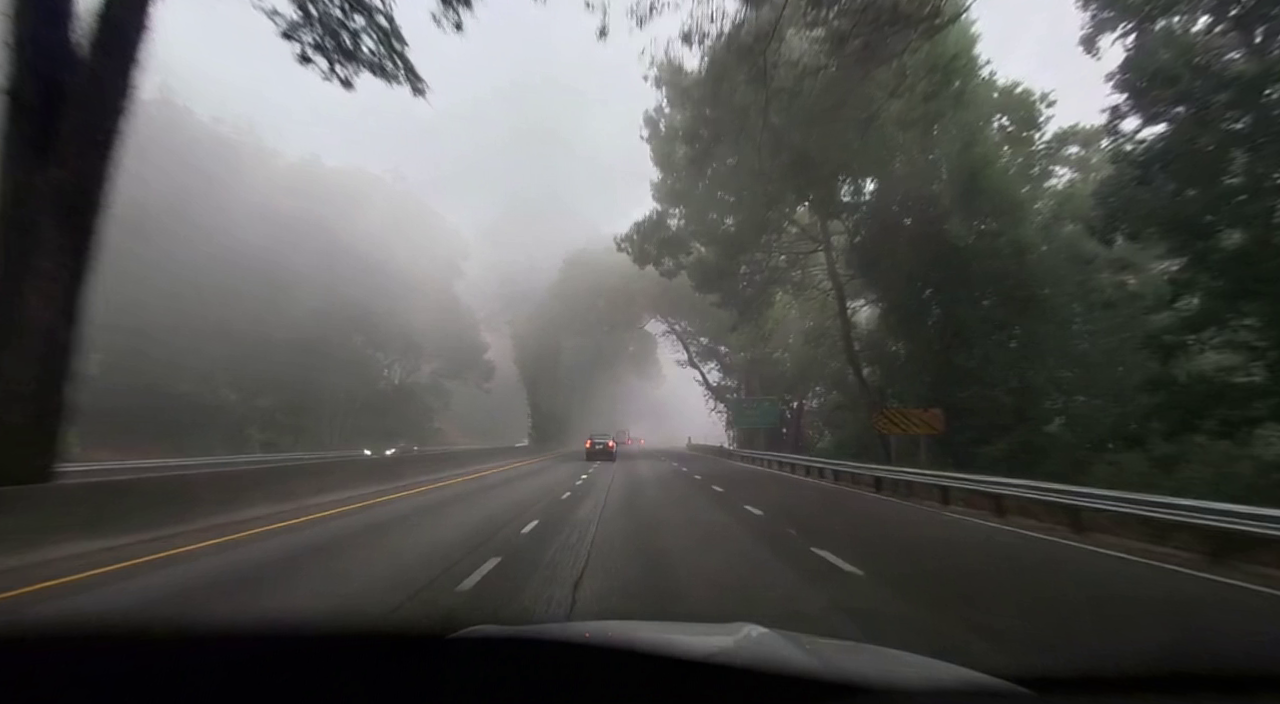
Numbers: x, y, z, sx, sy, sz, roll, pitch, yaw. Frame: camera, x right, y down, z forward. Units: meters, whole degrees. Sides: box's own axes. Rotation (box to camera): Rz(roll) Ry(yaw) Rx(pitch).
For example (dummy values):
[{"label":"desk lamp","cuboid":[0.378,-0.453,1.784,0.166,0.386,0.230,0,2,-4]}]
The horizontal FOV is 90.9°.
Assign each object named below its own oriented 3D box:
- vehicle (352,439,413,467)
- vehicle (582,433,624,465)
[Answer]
[{"label":"vehicle","cuboid":[-16.255,6.358,40.081,2.047,1.671,4.414,0,-8,-1]},{"label":"vehicle","cuboid":[-2.019,5.420,35.496,2.094,1.653,4.283,0,-8,1]}]
